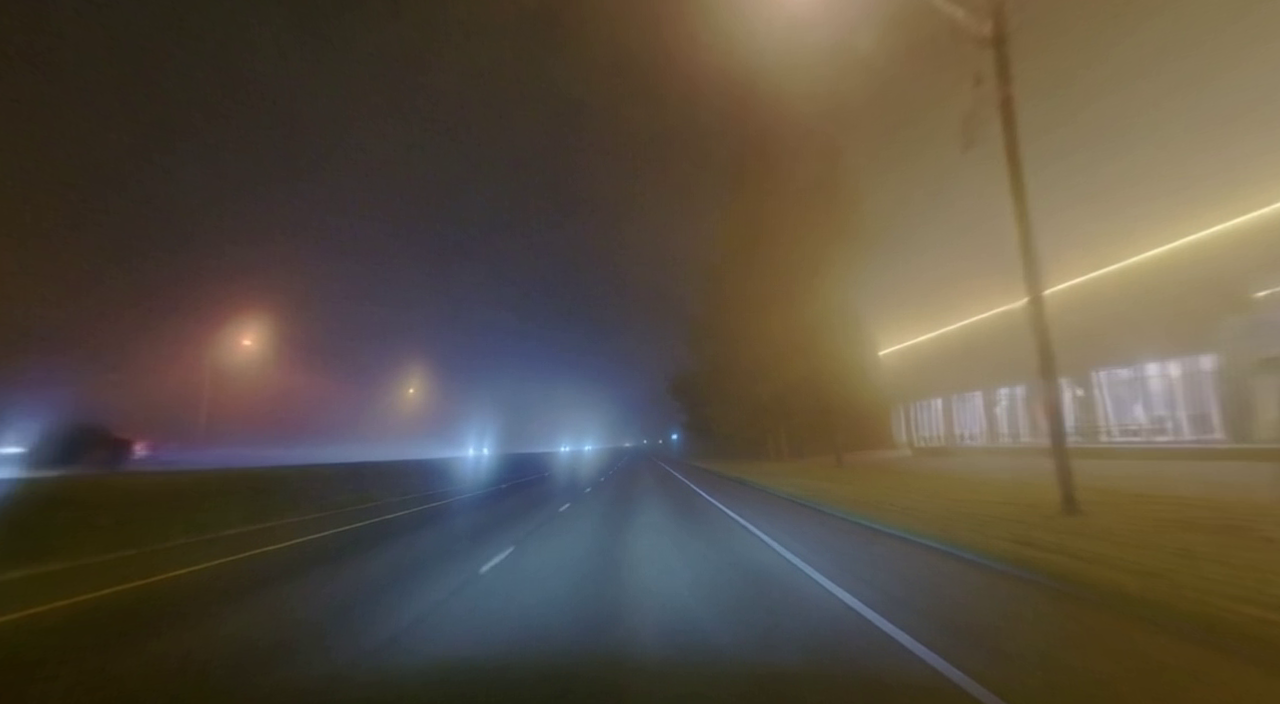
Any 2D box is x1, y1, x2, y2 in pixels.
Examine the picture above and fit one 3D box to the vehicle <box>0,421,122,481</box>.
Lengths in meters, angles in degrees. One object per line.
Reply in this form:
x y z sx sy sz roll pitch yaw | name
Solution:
-20.860 3.289 21.089 2.185 1.827 5.622 1 -9 1 | vehicle
